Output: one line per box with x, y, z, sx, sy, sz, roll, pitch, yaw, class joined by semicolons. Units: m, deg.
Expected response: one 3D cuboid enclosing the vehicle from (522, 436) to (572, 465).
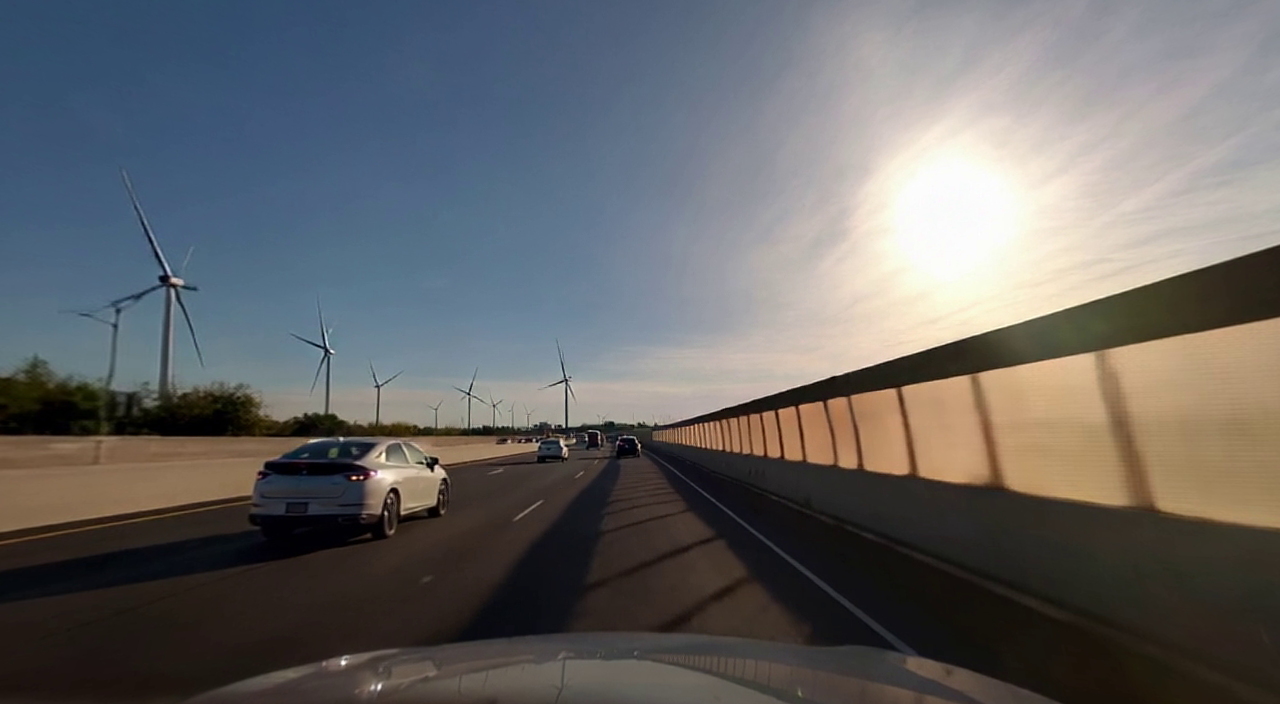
-4.809;5.118;33.035;2.059;1.436;3.802;0;-8;0;vehicle

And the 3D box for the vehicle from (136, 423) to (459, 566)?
-4.217;1.794;8.893;1.998;1.468;4.635;0;-8;-1;vehicle

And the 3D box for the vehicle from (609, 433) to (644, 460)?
-0.809;5.797;38.744;2.027;1.550;3.607;0;-8;-1;vehicle
